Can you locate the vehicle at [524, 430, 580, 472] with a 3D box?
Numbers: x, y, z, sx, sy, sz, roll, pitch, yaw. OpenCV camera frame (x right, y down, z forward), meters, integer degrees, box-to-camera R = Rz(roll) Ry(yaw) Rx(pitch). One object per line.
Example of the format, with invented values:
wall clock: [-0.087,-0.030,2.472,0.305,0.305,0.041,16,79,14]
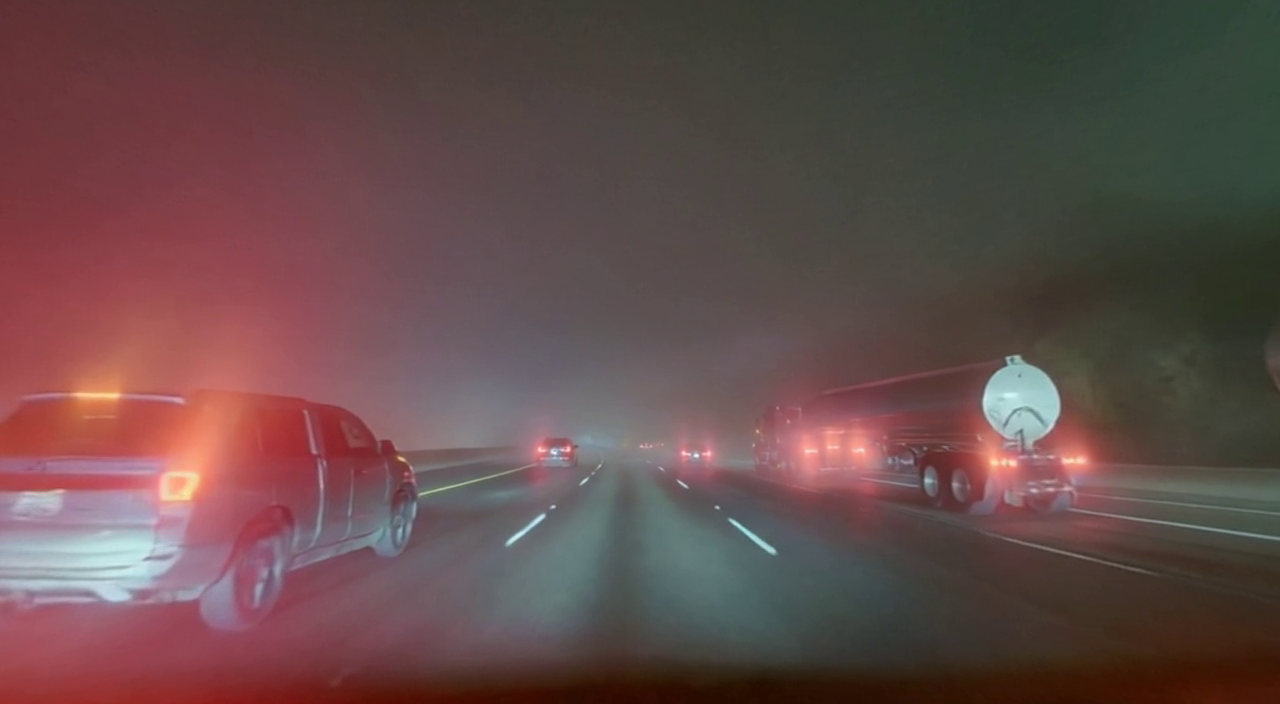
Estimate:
vehicle: [-4.162,4.773,30.517,2.149,1.843,4.348,0,-8,-1]

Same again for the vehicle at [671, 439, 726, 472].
vehicle: [2.791,5.094,31.211,2.053,1.510,4.400,0,-8,-4]

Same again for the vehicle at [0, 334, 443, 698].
vehicle: [-4.207,1.242,6.150,2.684,1.839,5.803,0,-8,0]

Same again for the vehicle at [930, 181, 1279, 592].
vehicle: [7.427,0.531,7.063,3.554,3.573,10.307,0,-8,1]
